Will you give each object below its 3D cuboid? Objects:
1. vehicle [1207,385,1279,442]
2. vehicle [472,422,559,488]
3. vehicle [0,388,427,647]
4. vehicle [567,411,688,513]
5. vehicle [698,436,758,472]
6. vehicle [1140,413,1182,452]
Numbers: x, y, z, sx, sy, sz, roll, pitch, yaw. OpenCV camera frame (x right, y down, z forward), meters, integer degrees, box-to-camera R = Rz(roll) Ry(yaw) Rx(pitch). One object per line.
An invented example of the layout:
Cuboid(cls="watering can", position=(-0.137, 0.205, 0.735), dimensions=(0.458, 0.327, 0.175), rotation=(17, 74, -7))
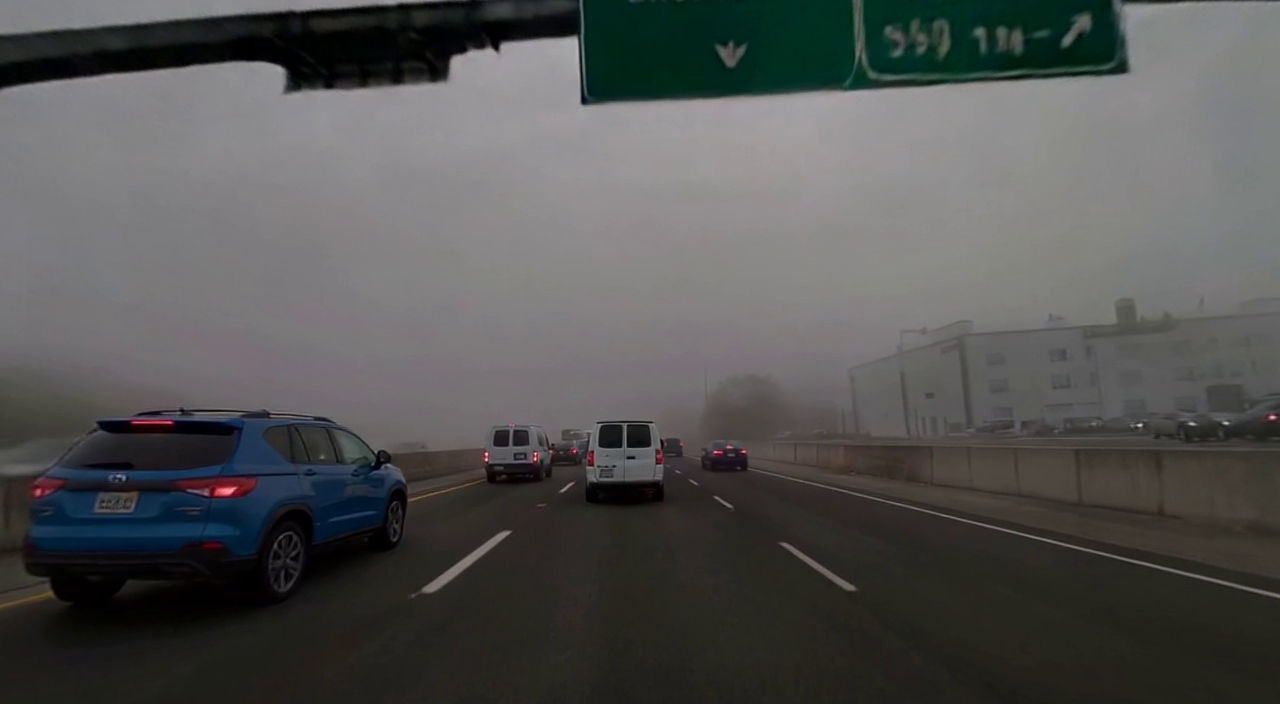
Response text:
Cuboid(cls="vehicle", position=(36.296, 3.612, 36.266), dimensions=(2.528, 3.094, 4.804), rotation=(-1, -8, 1))
Cuboid(cls="vehicle", position=(-3.990, 3.382, 20.932), dimensions=(2.038, 1.936, 4.300), rotation=(0, -8, -1))
Cuboid(cls="vehicle", position=(-3.888, 1.406, 6.419), dimensions=(1.972, 1.703, 4.333), rotation=(0, -8, -1))
Cuboid(cls="vehicle", position=(-0.291, 2.411, 14.293), dimensions=(2.304, 1.925, 4.282), rotation=(0, -8, -1))
Cuboid(cls="vehicle", position=(3.880, 4.579, 28.425), dimensions=(1.999, 1.494, 3.833), rotation=(0, -8, -2))
Cuboid(cls="vehicle", position=(30.806, 4.769, 37.242), dimensions=(1.480, 2.238, 1.864), rotation=(-6, -10, 33))
